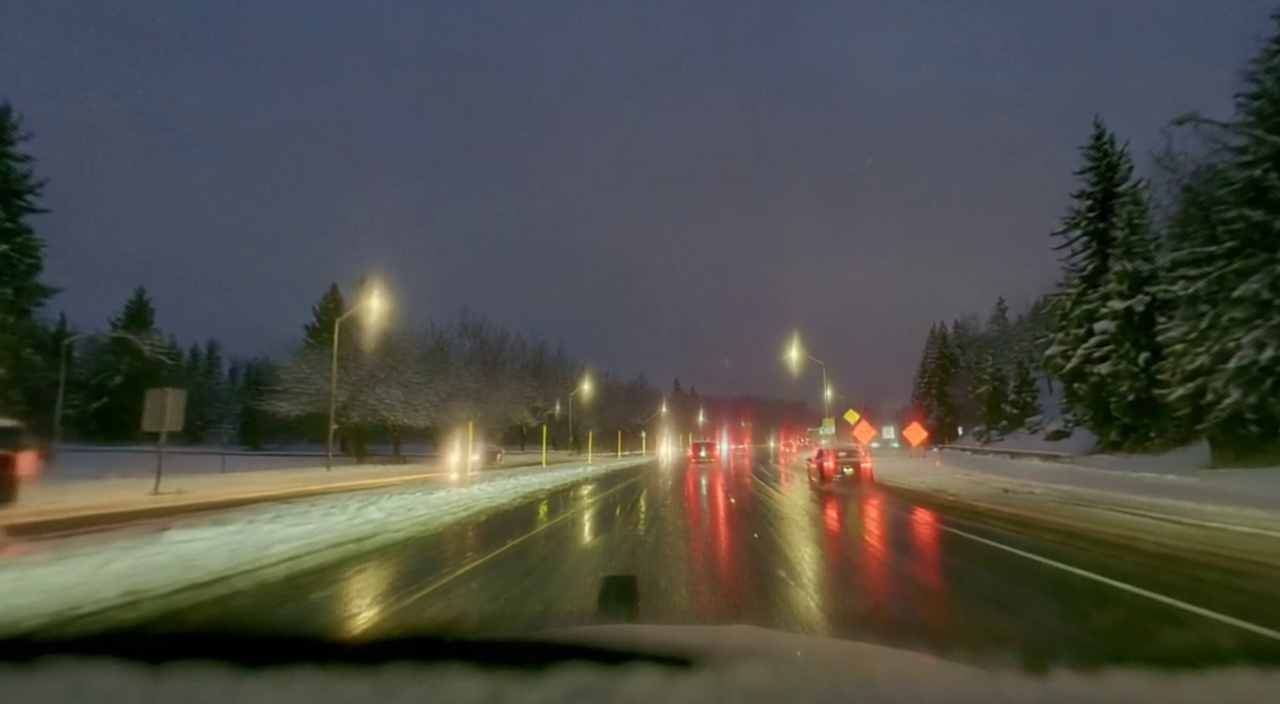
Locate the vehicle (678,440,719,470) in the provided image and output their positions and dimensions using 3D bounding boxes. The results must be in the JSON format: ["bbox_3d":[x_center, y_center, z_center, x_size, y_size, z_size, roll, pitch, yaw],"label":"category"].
[{"bbox_3d":[3.712,6.357,39.230,2.201,1.676,4.541,-1,-8,10],"label":"vehicle"}]

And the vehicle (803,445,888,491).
[{"bbox_3d":[7.370,4.176,23.124,2.044,1.474,4.083,0,-8,5],"label":"vehicle"}]

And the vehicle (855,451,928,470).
[{"bbox_3d":[15.286,6.618,38.748,3.503,1.020,4.269,-2,-9,13],"label":"vehicle"}]
